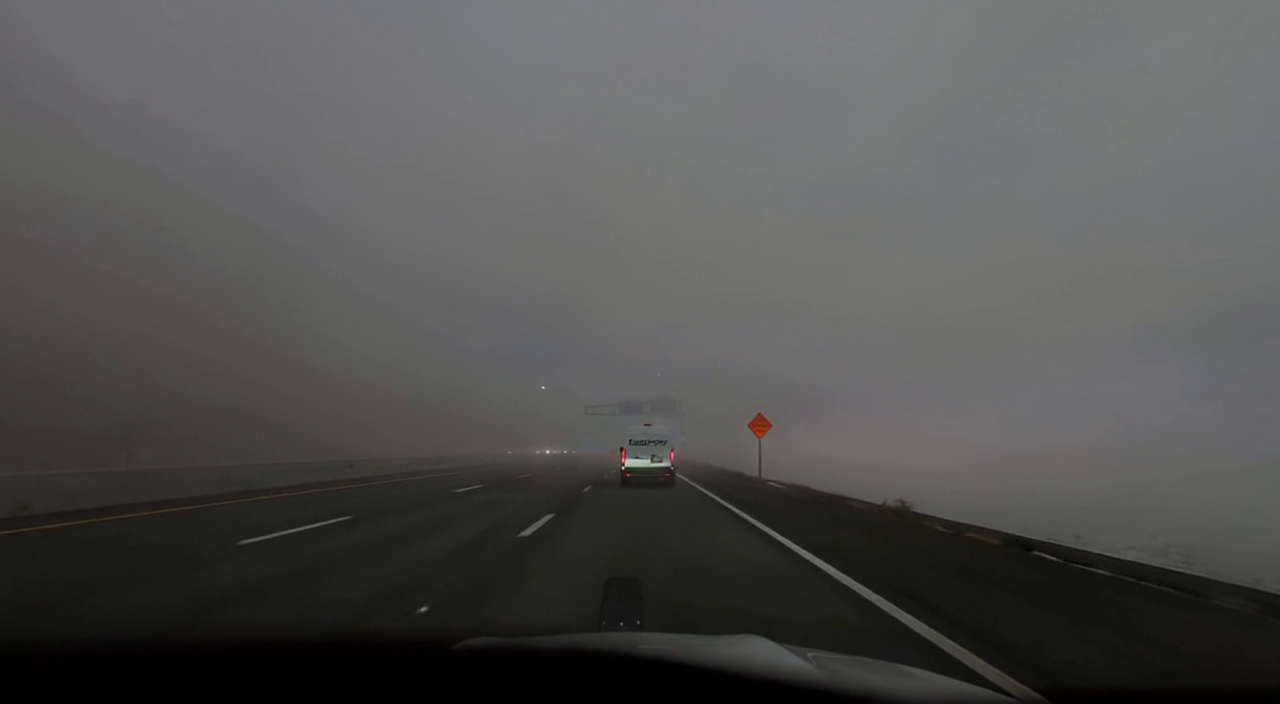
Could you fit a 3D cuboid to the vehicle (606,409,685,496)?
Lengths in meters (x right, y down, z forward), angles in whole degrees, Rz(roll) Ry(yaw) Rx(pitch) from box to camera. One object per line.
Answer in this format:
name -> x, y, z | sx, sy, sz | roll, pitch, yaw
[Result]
vehicle -> 0.068, 3.399, 21.484 | 2.332, 2.558, 5.314 | 0, -9, -2
